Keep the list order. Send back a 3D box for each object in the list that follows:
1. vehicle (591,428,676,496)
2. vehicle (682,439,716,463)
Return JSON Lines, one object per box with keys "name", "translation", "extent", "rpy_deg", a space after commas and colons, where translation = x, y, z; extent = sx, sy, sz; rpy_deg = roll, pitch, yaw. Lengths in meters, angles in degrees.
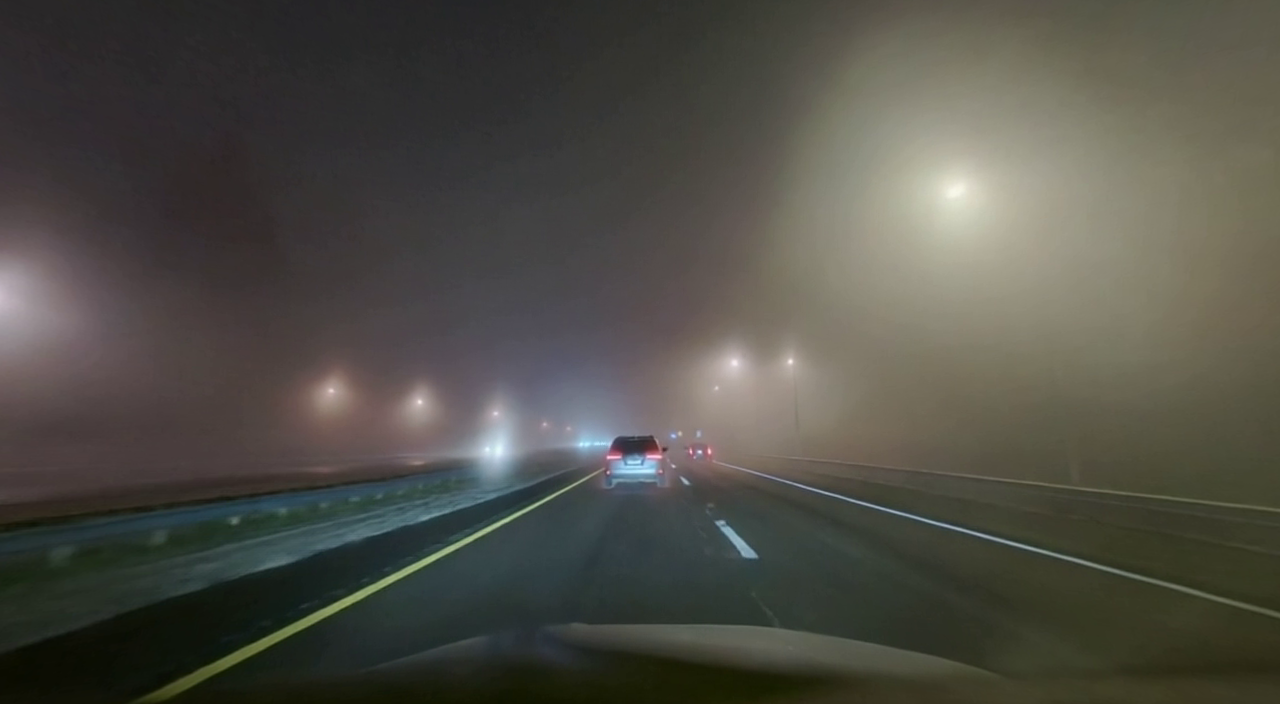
{"name": "vehicle", "translation": [-0.096, 3.101, 18.119], "extent": [2.143, 1.693, 4.513], "rpy_deg": [-1, -8, 2]}
{"name": "vehicle", "translation": [4.186, 7.149, 45.437], "extent": [2.073, 1.621, 3.993], "rpy_deg": [0, -8, 0]}
